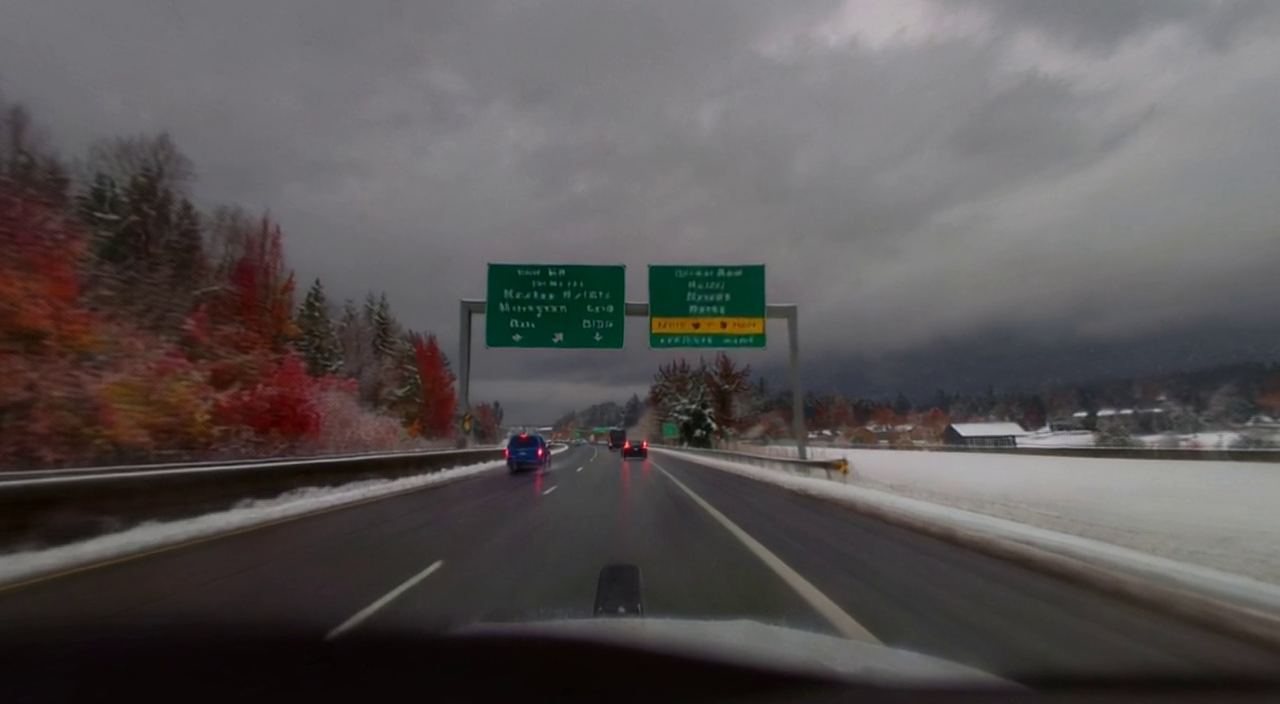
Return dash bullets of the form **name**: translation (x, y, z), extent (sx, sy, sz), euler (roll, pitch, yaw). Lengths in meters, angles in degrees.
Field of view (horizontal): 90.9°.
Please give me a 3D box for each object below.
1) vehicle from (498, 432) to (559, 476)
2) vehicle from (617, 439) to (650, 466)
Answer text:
- **vehicle**: translation (-4.753, 4.405, 27.423), extent (1.924, 1.720, 4.195), euler (0, -8, -1)
- **vehicle**: translation (-0.433, 6.045, 38.018), extent (1.939, 1.497, 3.863), euler (0, -8, -2)
